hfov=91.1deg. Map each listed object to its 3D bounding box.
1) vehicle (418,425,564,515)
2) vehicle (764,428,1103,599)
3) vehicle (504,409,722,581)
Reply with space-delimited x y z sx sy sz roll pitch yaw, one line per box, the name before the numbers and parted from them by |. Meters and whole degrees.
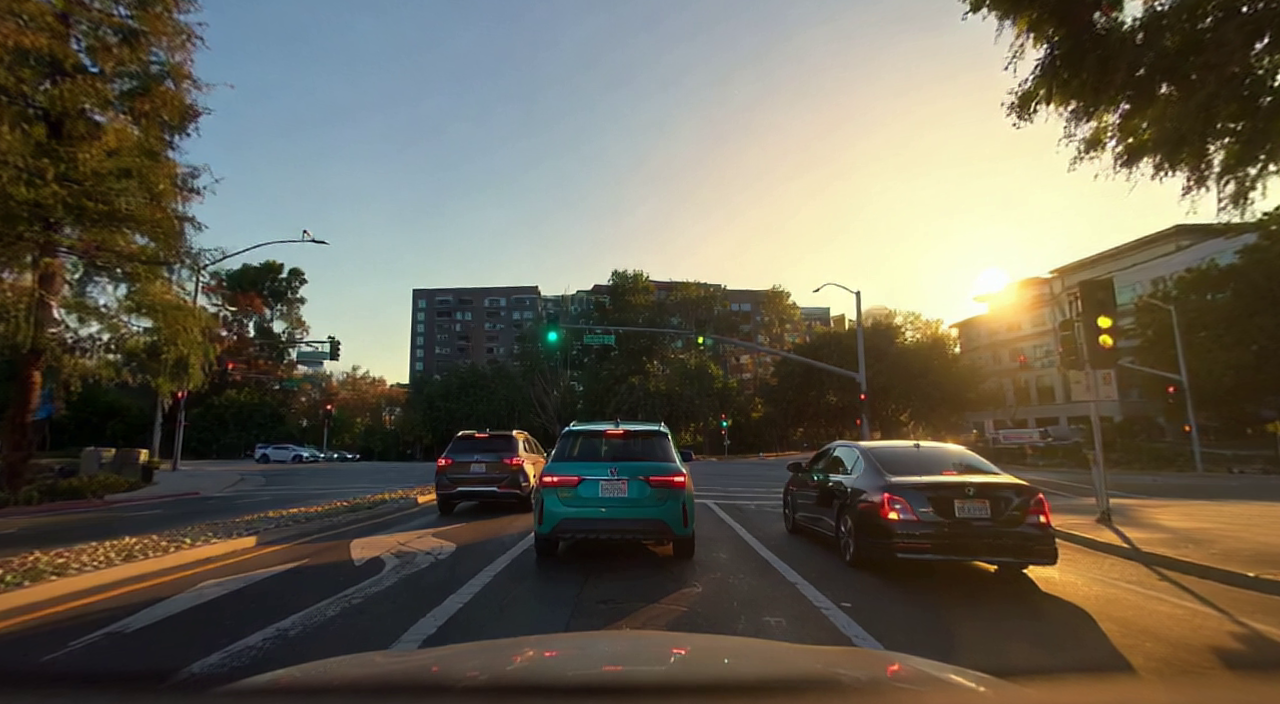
vehicle | -3.000 2.483 13.640 1.987 1.633 4.005 0 -8 3
vehicle | 3.017 1.750 7.805 2.056 1.468 4.520 0 -8 0
vehicle | -0.244 1.700 8.277 2.108 1.654 4.235 0 -8 0
